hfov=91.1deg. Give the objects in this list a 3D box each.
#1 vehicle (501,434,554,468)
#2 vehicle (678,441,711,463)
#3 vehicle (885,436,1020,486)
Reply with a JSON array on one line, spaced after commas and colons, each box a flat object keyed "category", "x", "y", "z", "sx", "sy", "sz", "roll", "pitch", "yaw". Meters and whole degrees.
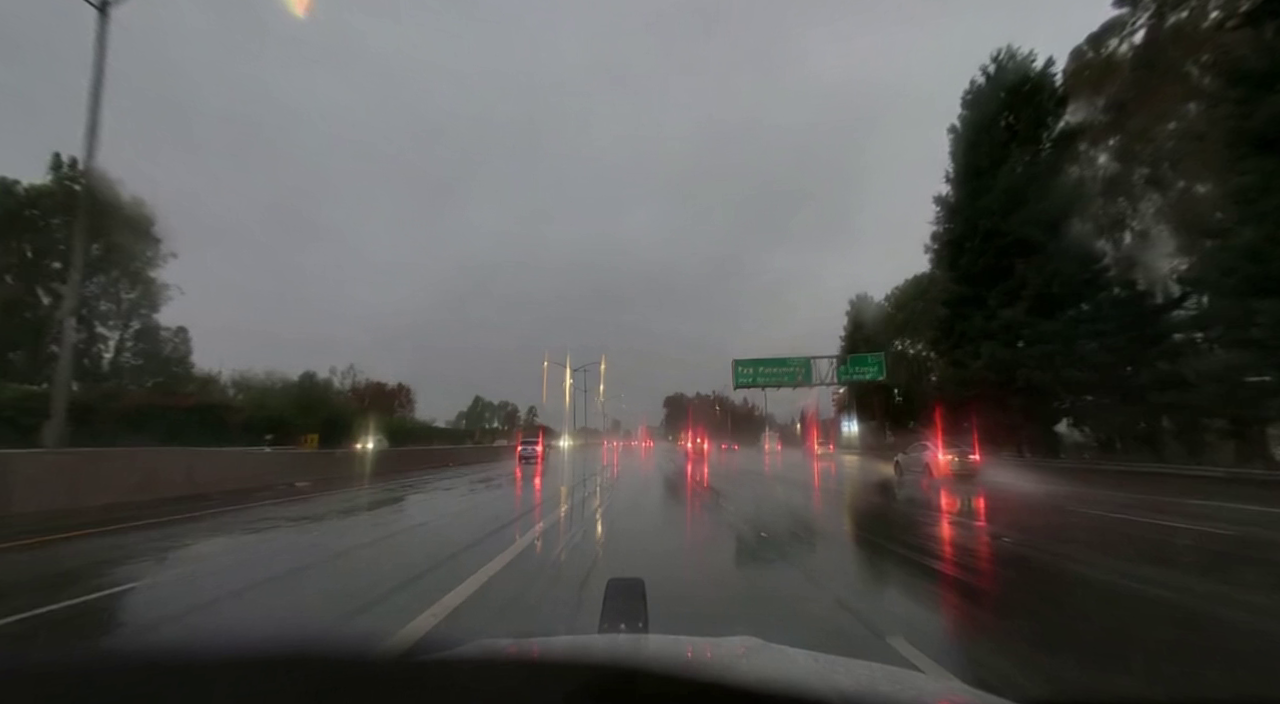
[{"category": "vehicle", "x": -6.299, "y": 5.626, "z": 35.766, "sx": 2.091, "sy": 1.746, "sz": 4.437, "roll": 0, "pitch": -9, "yaw": 1}, {"category": "vehicle", "x": 3.725, "y": 6.967, "z": 43.730, "sx": 1.950, "sy": 1.453, "sz": 3.378, "roll": 0, "pitch": -9, "yaw": -1}, {"category": "vehicle", "x": 10.215, "y": 3.604, "z": 21.036, "sx": 1.979, "sy": 1.467, "sz": 4.839, "roll": 0, "pitch": -9, "yaw": -1}]
